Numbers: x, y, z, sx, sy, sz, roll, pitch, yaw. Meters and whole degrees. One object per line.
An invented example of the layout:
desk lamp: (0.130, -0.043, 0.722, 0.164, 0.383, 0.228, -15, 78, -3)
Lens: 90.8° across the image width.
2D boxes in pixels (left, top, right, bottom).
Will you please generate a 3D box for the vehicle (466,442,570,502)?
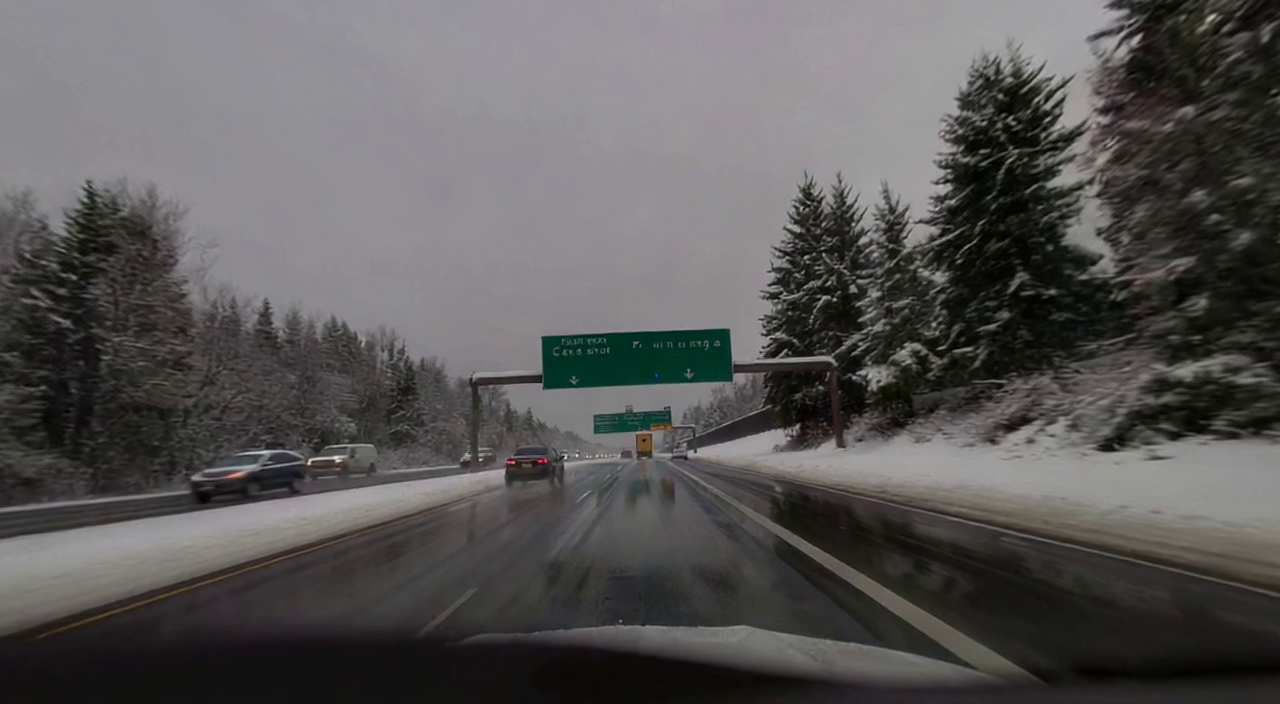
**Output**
vehicle: (-3.332, 3.377, 18.180, 2.020, 1.475, 4.434, 0, -9, 1)

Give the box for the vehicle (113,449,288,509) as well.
vehicle: (-12.448, 3.580, 18.303, 1.885, 1.494, 4.325, 0, -9, 1)

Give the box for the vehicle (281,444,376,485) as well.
vehicle: (-16.772, 6.058, 34.379, 2.248, 2.059, 5.585, 0, -9, 1)
